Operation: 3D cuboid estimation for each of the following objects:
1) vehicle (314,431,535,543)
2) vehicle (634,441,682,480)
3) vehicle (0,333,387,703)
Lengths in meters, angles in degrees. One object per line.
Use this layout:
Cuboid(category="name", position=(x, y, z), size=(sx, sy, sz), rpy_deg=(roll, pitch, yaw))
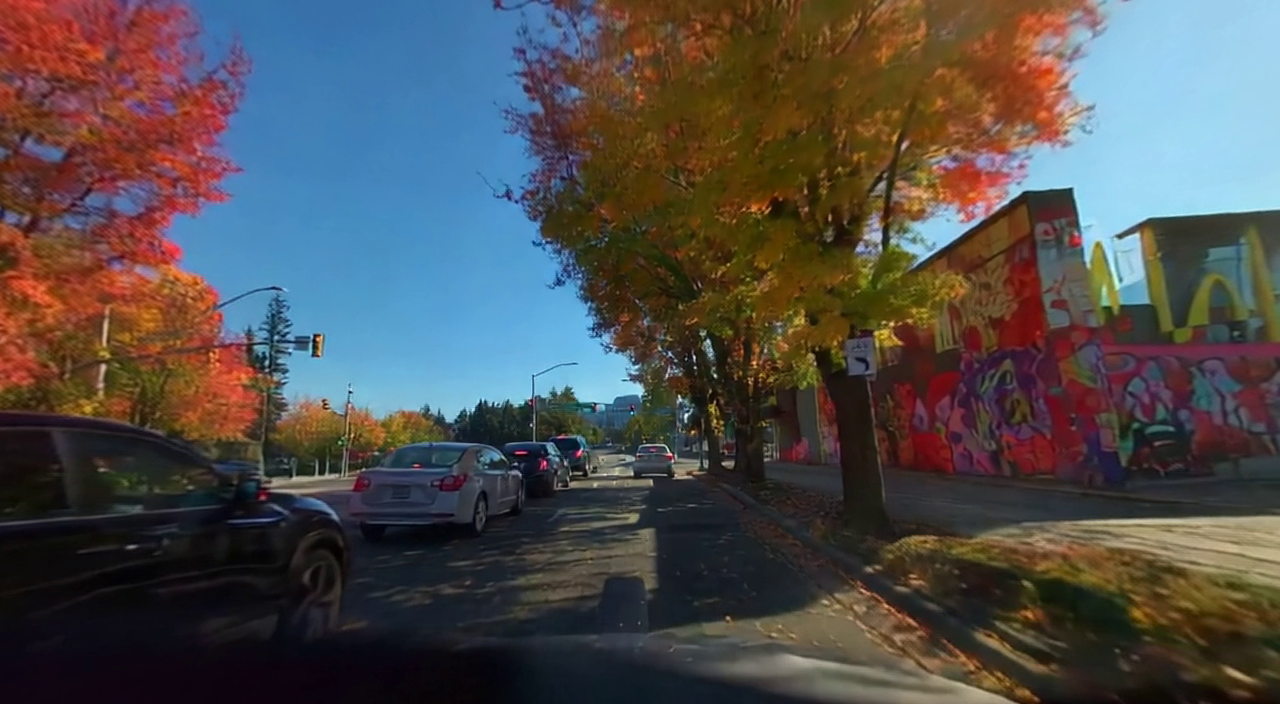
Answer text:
Cuboid(category="vehicle", position=(-3.390, 2.232, 11.160), size=(2.090, 1.506, 4.823), rpy_deg=(0, -9, 1))
Cuboid(category="vehicle", position=(0.793, 5.167, 30.178), size=(2.144, 1.704, 4.028), rpy_deg=(0, -9, 0))
Cuboid(category="vehicle", position=(-3.119, 0.865, 2.613), size=(2.165, 1.663, 4.513), rpy_deg=(0, -9, 1))
